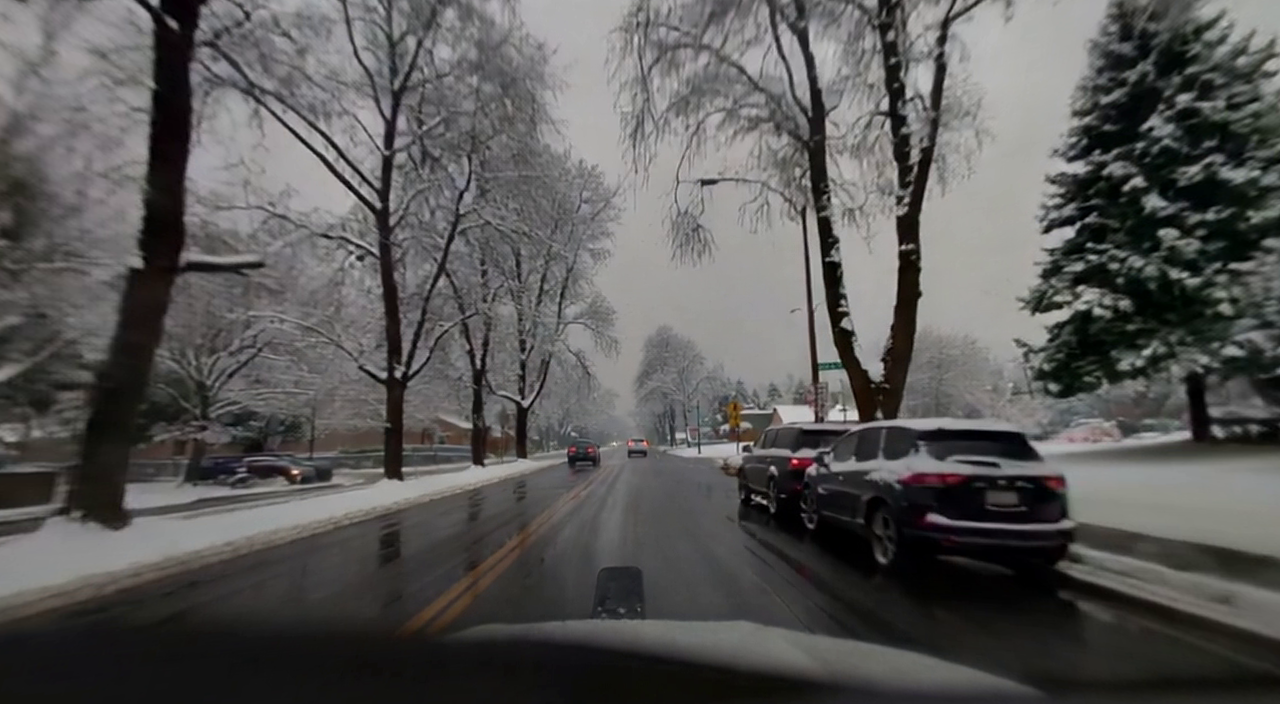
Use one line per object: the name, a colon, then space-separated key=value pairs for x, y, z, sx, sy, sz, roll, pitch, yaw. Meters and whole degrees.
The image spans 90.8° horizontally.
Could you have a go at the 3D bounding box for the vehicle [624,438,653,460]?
vehicle: x=-0.121 y=7.402 z=48.273 sx=2.142 sy=1.548 sz=4.273 roll=0 pitch=-9 yaw=0

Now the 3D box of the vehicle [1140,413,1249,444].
vehicle: x=36.051 y=5.037 z=41.177 sx=4.859 sy=1.827 sz=2.198 roll=-1 pitch=-10 yaw=3

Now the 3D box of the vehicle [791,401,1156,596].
vehicle: x=3.576 y=1.661 z=8.027 sx=2.113 sy=1.760 sz=4.432 roll=0 pitch=-9 yaw=-1

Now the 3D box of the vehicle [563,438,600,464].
vehicle: x=-4.000 y=6.865 z=44.024 sx=2.129 sy=1.668 sz=4.722 roll=0 pitch=-8 yaw=0
